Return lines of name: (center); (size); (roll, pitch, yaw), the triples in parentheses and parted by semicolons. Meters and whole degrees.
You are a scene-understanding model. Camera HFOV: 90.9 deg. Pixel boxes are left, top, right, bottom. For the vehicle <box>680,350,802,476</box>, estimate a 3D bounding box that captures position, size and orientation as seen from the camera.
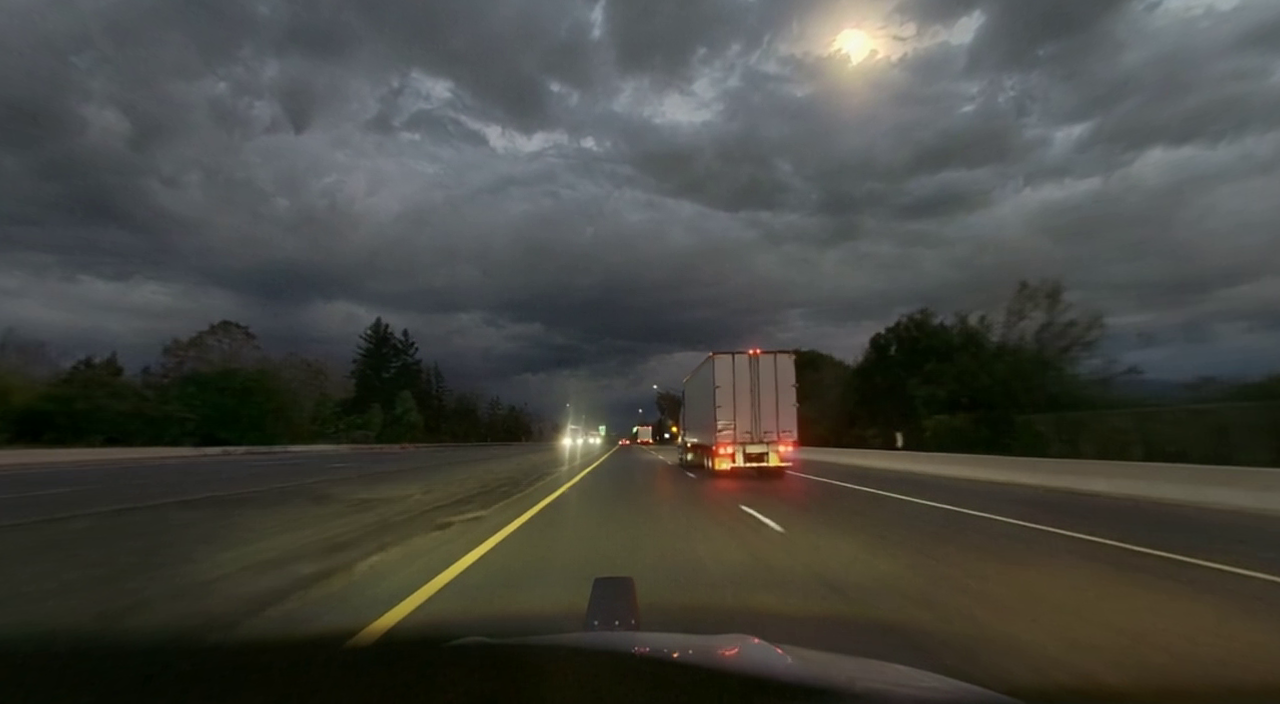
vehicle: (3.550, 2.659, 25.453); (2.911, 3.994, 10.840); (0, -8, -1)
